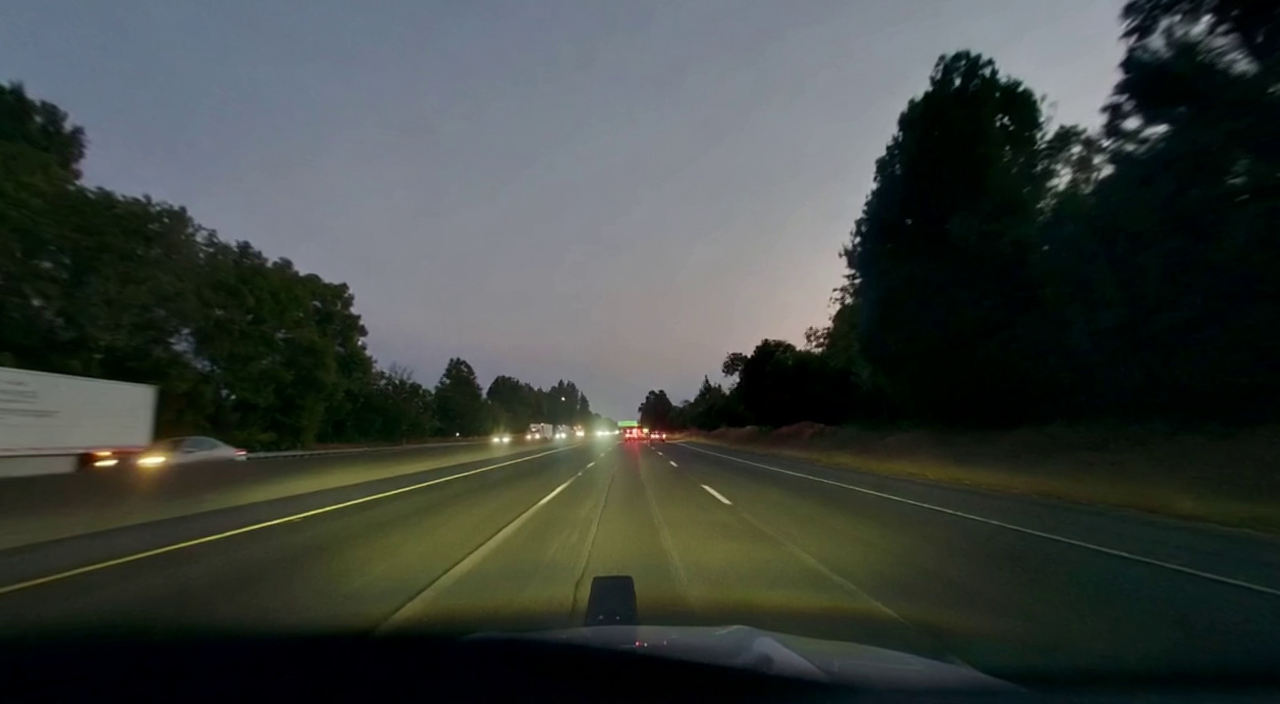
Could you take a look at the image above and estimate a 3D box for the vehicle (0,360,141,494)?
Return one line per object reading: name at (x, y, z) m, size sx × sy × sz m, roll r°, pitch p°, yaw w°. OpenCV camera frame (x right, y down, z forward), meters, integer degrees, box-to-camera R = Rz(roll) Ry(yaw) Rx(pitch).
vehicle at (-20.640, 1.875, 15.970) m, size 2.934 × 3.998 × 16.255 m, roll 0°, pitch -8°, yaw -1°
